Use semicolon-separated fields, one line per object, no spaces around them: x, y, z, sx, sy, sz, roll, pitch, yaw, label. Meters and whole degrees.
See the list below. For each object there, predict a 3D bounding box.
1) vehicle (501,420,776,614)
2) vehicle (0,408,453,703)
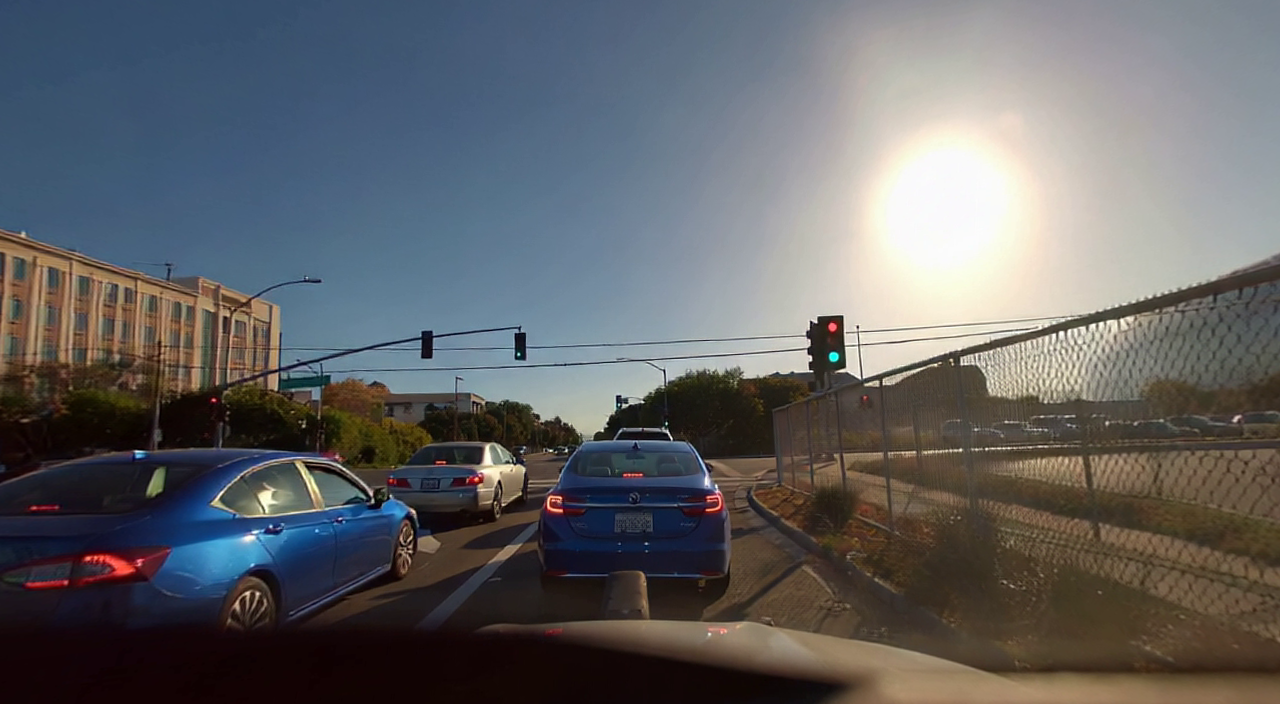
-0.010;1.604;7.025;2.144;1.514;4.063;0;-9;0;vehicle
-3.204;1.323;4.893;1.971;1.488;4.581;0;-9;1;vehicle
